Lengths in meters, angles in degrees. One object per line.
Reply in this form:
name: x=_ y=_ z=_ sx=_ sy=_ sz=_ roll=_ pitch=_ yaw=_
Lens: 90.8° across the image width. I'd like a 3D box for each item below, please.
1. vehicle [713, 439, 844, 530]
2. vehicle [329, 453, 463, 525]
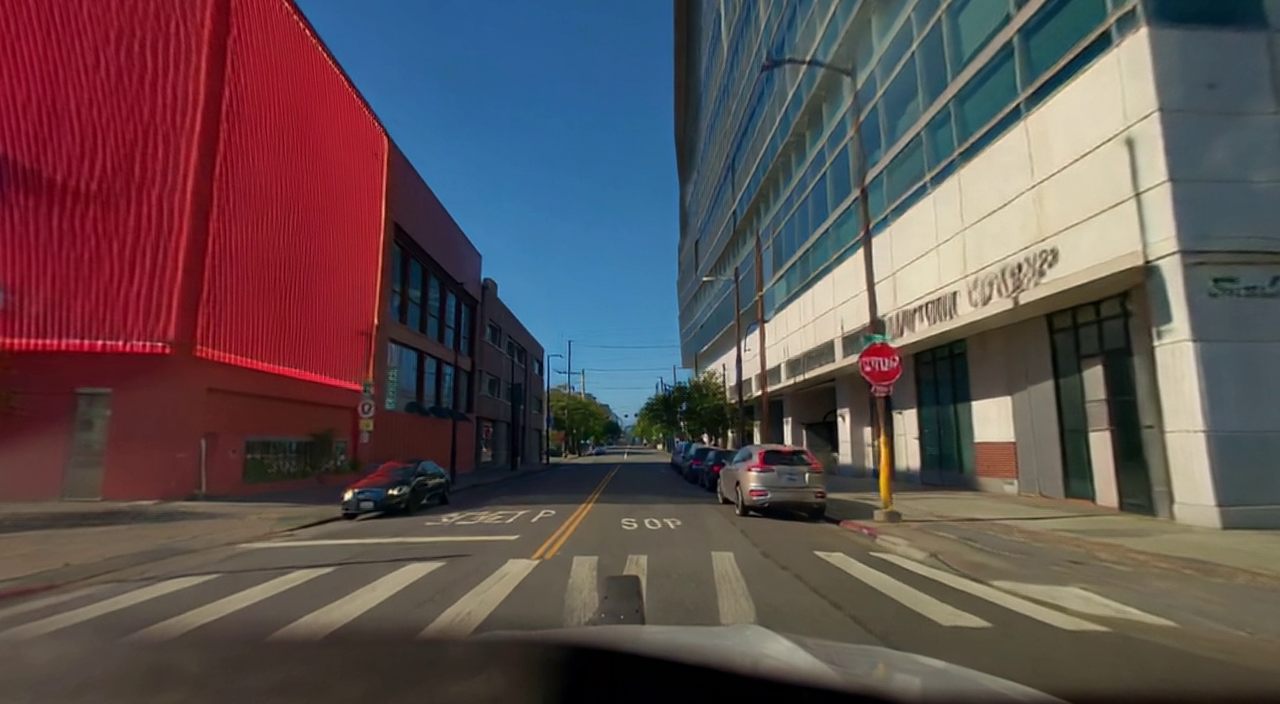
vehicle: x=2.880 y=2.828 z=14.218 sx=1.917 sy=1.680 sz=4.500 roll=0 pitch=-8 yaw=0
vehicle: x=-5.733 y=3.219 z=15.405 sx=1.864 sy=1.447 sz=3.887 roll=0 pitch=-8 yaw=-3
